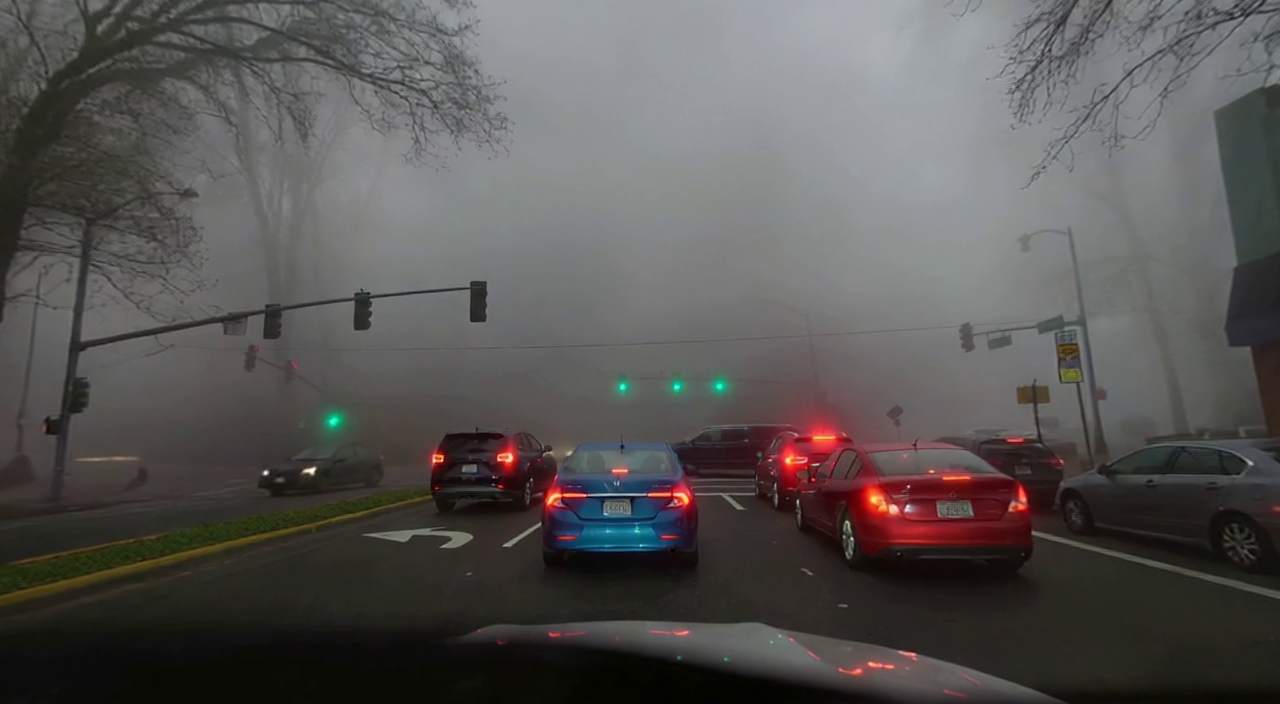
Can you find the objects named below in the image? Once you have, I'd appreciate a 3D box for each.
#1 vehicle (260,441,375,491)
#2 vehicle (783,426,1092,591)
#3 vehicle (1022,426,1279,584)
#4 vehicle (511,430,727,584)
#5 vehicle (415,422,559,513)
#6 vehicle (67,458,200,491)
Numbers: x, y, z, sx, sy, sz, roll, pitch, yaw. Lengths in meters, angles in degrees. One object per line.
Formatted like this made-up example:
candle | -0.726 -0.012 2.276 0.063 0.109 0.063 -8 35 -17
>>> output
vehicle | -12.196 4.311 24.288 1.959 1.704 4.410 0 -8 2
vehicle | 3.236 1.760 7.997 2.020 1.513 4.120 0 -8 2
vehicle | 7.179 1.731 7.820 2.004 1.508 4.646 0 -8 0
vehicle | -0.177 1.801 8.164 2.098 1.477 3.897 0 -8 1
vehicle | -3.431 2.711 15.408 2.160 1.823 5.115 0 -8 1
vehicle | -25.293 6.142 31.755 4.679 1.488 2.052 2 -9 -12
